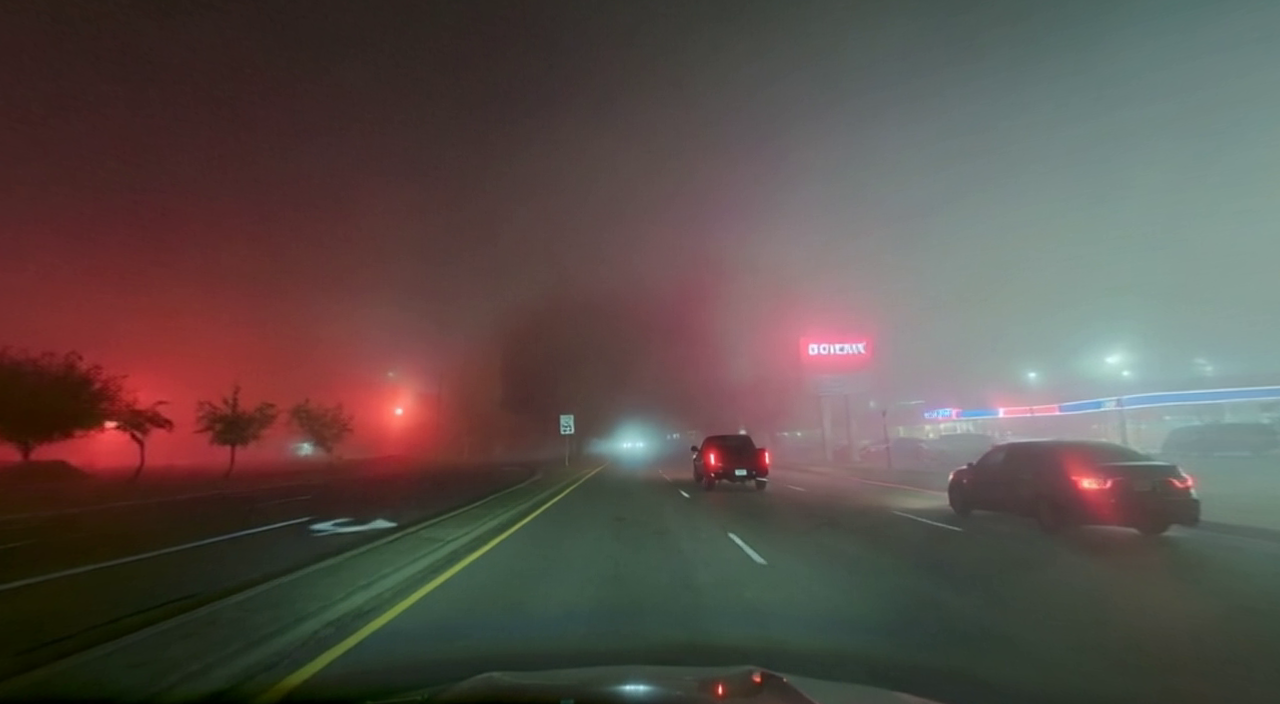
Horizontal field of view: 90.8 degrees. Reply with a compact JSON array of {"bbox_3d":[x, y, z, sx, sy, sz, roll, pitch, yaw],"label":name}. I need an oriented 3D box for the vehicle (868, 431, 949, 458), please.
[{"bbox_3d":[17.525,6.064,41.434,4.345,1.707,2.046,0,-8,-3],"label":"vehicle"}]

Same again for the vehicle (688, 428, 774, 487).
[{"bbox_3d":[2.958,3.584,21.764,2.214,1.749,4.998,0,-8,0],"label":"vehicle"}]

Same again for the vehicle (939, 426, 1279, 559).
[{"bbox_3d":[6.508,1.913,9.344,1.986,1.480,4.296,0,-8,-1],"label":"vehicle"}]
